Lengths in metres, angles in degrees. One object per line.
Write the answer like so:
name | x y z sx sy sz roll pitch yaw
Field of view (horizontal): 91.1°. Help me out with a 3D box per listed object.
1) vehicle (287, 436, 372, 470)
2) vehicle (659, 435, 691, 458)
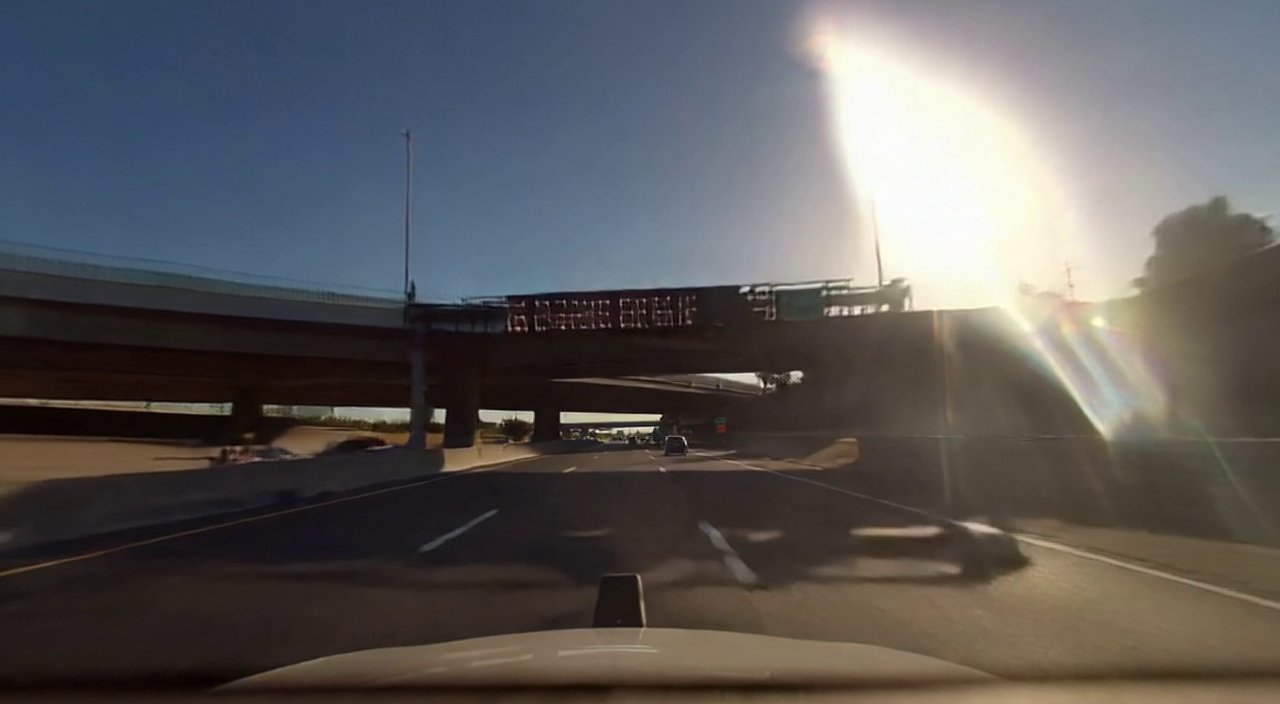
vehicle | -16.212 5.260 33.108 1.988 1.629 4.622 0 -8 2
vehicle | 2.331 6.373 42.685 1.946 1.481 3.969 0 -8 0
